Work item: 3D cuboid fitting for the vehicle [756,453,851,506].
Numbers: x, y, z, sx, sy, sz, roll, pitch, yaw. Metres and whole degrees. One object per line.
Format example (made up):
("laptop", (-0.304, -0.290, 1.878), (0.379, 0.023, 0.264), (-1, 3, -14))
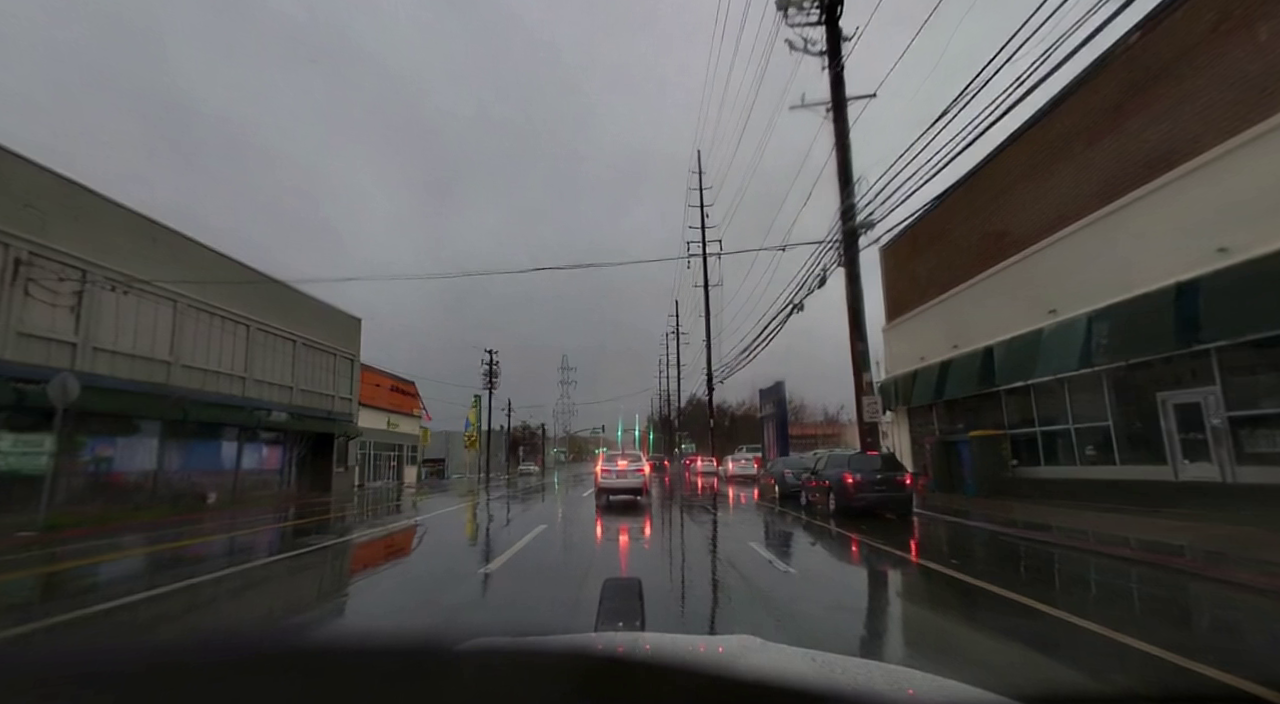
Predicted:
("vehicle", (5.013, 3.943, 20.016), (1.761, 1.413, 4.272), (0, -8, -1))

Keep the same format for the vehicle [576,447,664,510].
("vehicle", (-0.475, 3.369, 17.350), (2.116, 1.479, 3.980), (0, -8, 0))

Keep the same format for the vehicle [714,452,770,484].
("vehicle", (5.314, 6.103, 33.582), (2.108, 1.471, 4.948), (0, -9, -1))

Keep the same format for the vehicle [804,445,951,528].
("vehicle", (5.129, 2.912, 14.235), (1.779, 1.592, 3.740), (0, -9, -1))

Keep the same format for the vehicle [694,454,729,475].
("vehicle", (5.234, 8.340, 47.011), (1.987, 1.459, 4.677), (0, -8, -1))
